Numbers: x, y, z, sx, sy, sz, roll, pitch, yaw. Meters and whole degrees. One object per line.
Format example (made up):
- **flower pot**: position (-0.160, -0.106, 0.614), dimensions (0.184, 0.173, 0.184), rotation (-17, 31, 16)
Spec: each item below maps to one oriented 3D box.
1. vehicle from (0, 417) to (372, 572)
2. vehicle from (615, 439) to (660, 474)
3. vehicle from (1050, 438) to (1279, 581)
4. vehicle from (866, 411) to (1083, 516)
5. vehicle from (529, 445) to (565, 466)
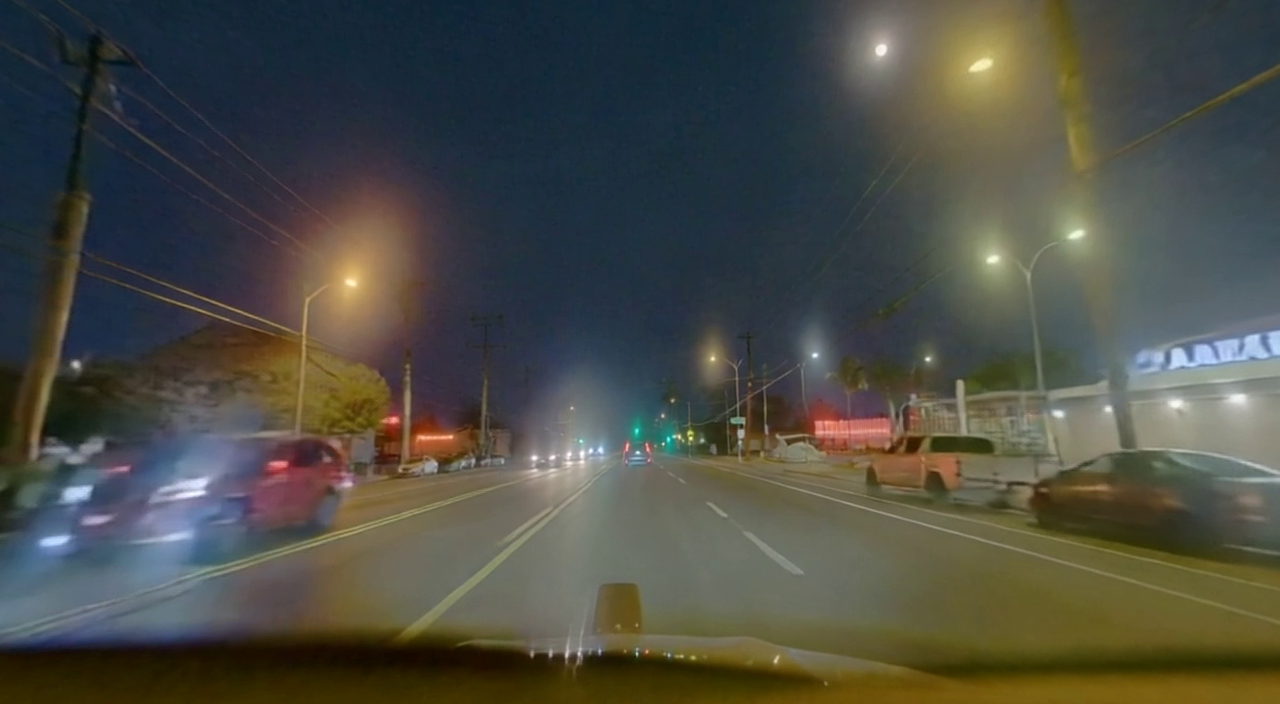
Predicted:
- **vehicle**: position (-6.179, 1.959, 9.537), dimensions (2.254, 1.732, 4.571), rotation (0, -8, 0)
- **vehicle**: position (-0.154, 5.155, 31.405), dimensions (2.067, 1.547, 4.513), rotation (0, -8, -1)
- **vehicle**: position (7.634, 1.824, 7.793), dimensions (1.854, 1.485, 4.736), rotation (0, -8, -2)
- **vehicle**: position (7.651, 2.628, 15.360), dimensions (2.257, 2.072, 5.376), rotation (0, -8, -1)
- **vehicle**: position (-6.729, 7.505, 46.028), dimensions (1.930, 1.450, 4.234), rotation (0, -8, 1)
